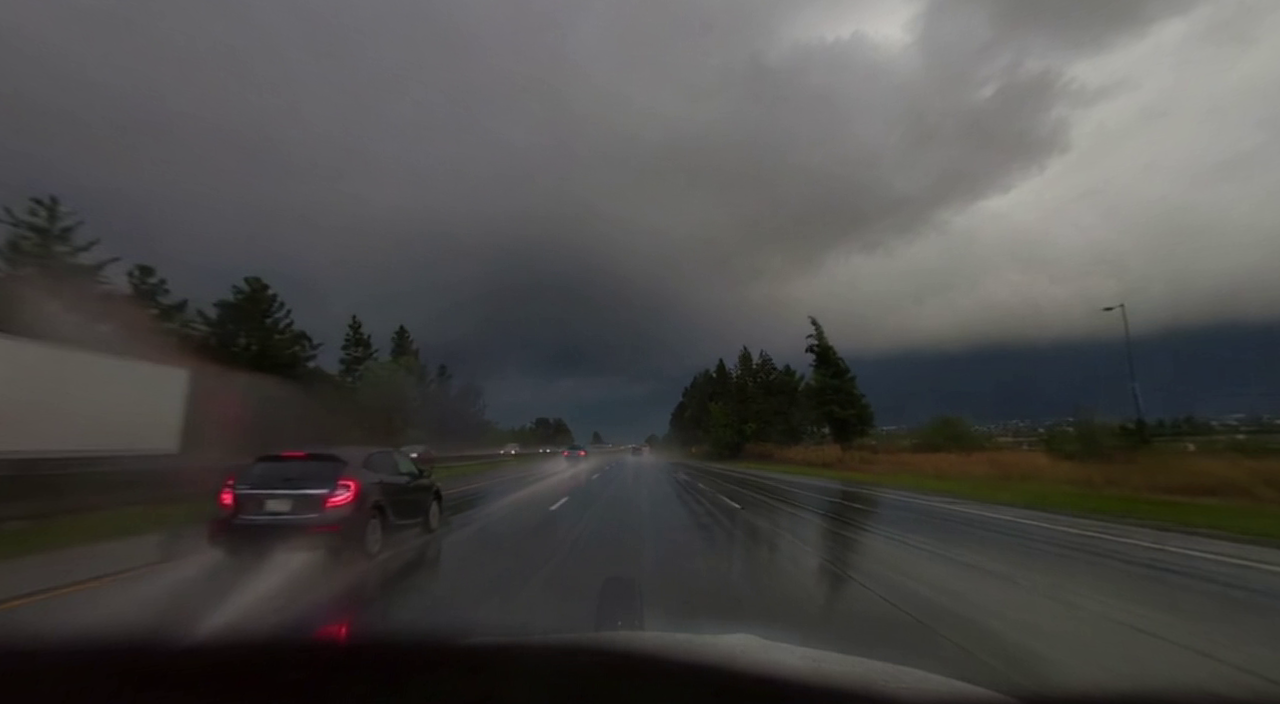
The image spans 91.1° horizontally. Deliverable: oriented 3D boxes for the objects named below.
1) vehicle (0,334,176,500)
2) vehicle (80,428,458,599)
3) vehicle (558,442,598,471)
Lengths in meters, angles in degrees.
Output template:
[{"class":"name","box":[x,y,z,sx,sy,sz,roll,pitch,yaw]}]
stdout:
[{"class":"vehicle","box":[-16.856,1.076,11.904,2.968,3.931,17.389,0,-9,0]},{"class":"vehicle","box":[-3.954,1.783,7.863,2.018,1.497,4.399,-1,-9,0]},{"class":"vehicle","box":[-3.945,6.731,40.617,2.111,1.717,4.426,0,-9,0]}]
